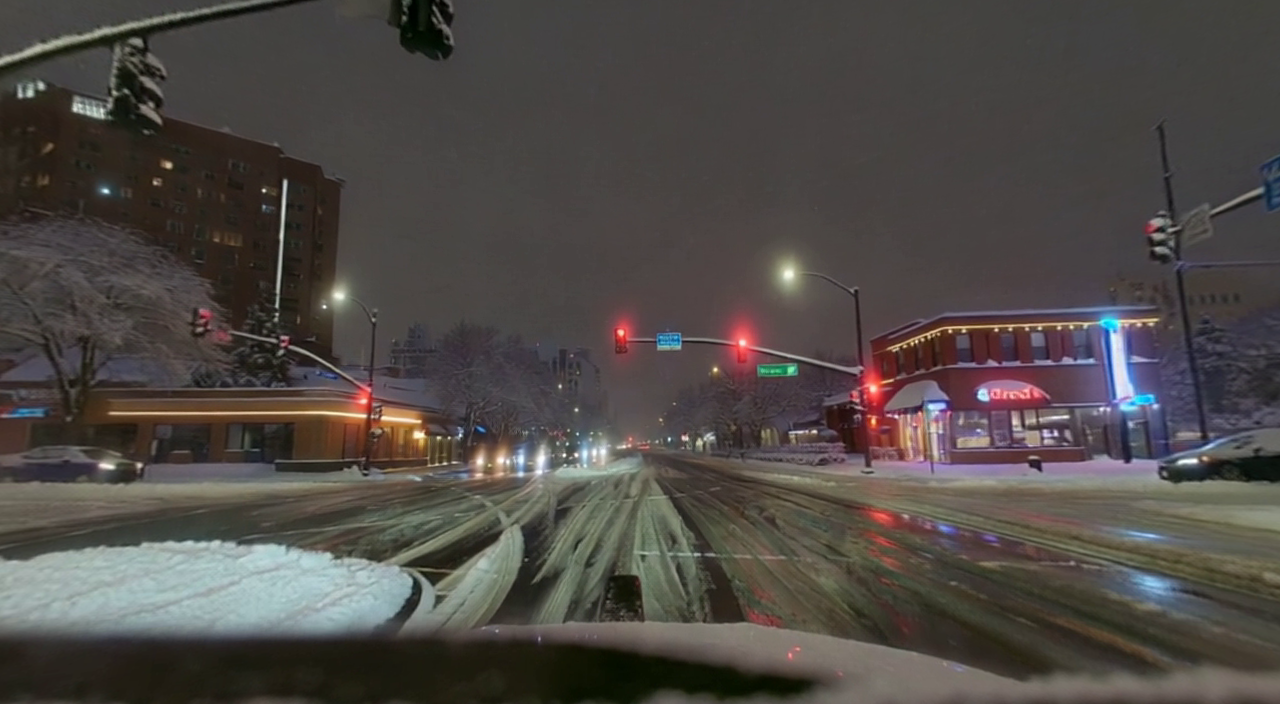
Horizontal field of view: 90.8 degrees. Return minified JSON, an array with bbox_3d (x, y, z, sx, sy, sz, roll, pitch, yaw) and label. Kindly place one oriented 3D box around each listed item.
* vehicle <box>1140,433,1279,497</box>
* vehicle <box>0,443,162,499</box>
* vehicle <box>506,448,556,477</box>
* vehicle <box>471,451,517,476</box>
[{"bbox_3d":[15.463,2.724,15.425,4.651,1.463,1.880,-2,-9,9],"label":"vehicle"},{"bbox_3d":[-21.102,4.365,23.511,5.161,1.910,2.275,-2,-9,11],"label":"vehicle"},{"bbox_3d":[-6.705,6.836,39.451,2.181,1.703,4.512,-1,-9,2],"label":"vehicle"},{"bbox_3d":[-9.771,7.476,42.544,2.106,1.505,4.228,0,-9,0],"label":"vehicle"}]
